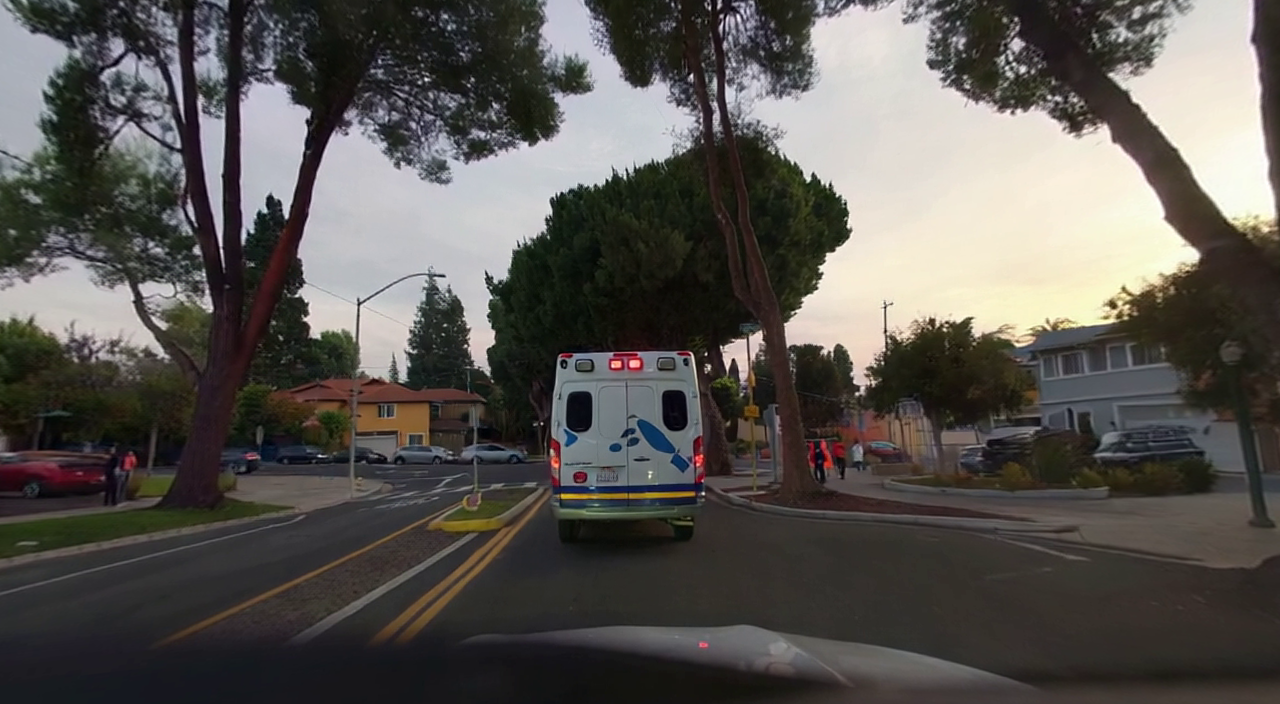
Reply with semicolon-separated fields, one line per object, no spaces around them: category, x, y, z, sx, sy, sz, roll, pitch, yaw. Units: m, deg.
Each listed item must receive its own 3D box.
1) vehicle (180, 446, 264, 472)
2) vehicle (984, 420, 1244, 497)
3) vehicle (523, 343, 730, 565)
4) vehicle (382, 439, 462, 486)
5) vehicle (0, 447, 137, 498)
vehicle;-29.656;7.582;45.023;4.616;1.738;1.974;3;-9;-23
vehicle;13.088;2.995;17.926;5.270;1.966;2.329;-2;-9;11
vehicle;-0.180;1.595;10.342;2.444;2.640;5.482;0;-8;0
vehicle;-9.289;4.573;26.609;2.290;1.776;4.947;4;-10;-28
vehicle;-18.893;3.758;19.847;4.412;1.468;1.914;0;-8;-3
